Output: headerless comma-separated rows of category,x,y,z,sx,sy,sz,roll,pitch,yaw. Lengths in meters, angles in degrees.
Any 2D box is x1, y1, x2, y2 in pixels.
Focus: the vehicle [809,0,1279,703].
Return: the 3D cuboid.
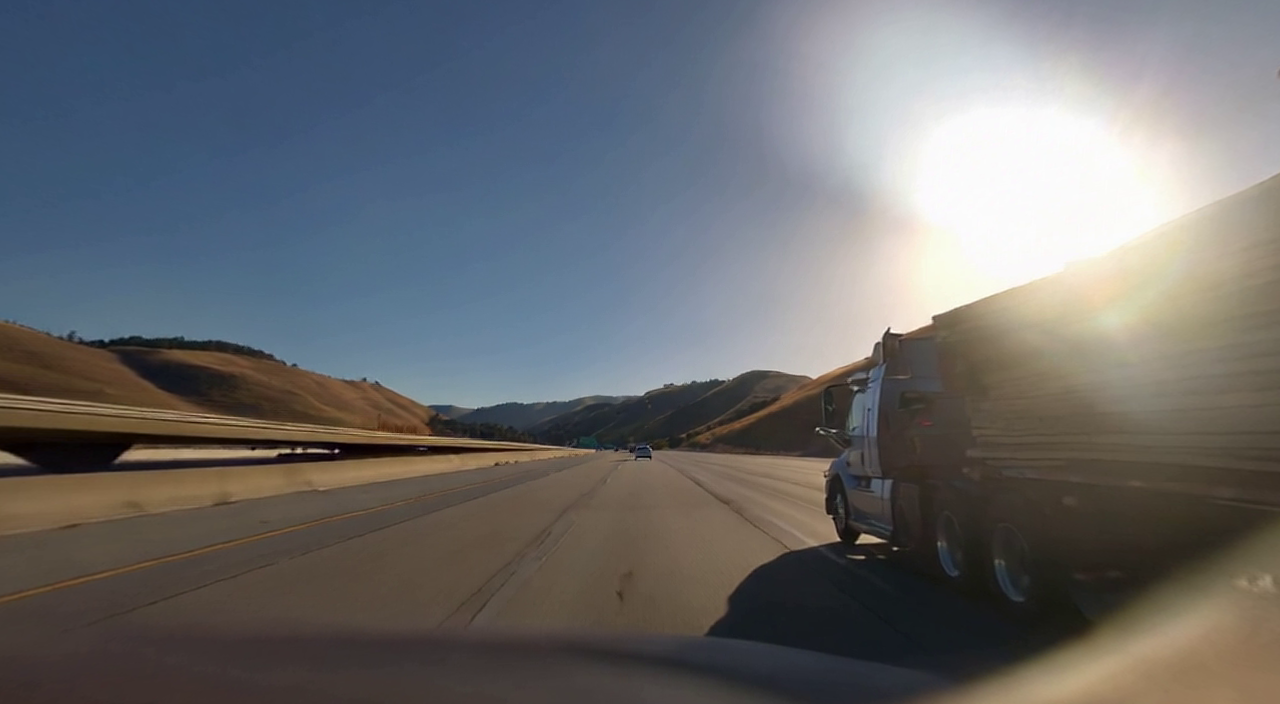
vehicle,3.935,0.326,2.995,3.326,3.089,10.642,-1,-8,0
